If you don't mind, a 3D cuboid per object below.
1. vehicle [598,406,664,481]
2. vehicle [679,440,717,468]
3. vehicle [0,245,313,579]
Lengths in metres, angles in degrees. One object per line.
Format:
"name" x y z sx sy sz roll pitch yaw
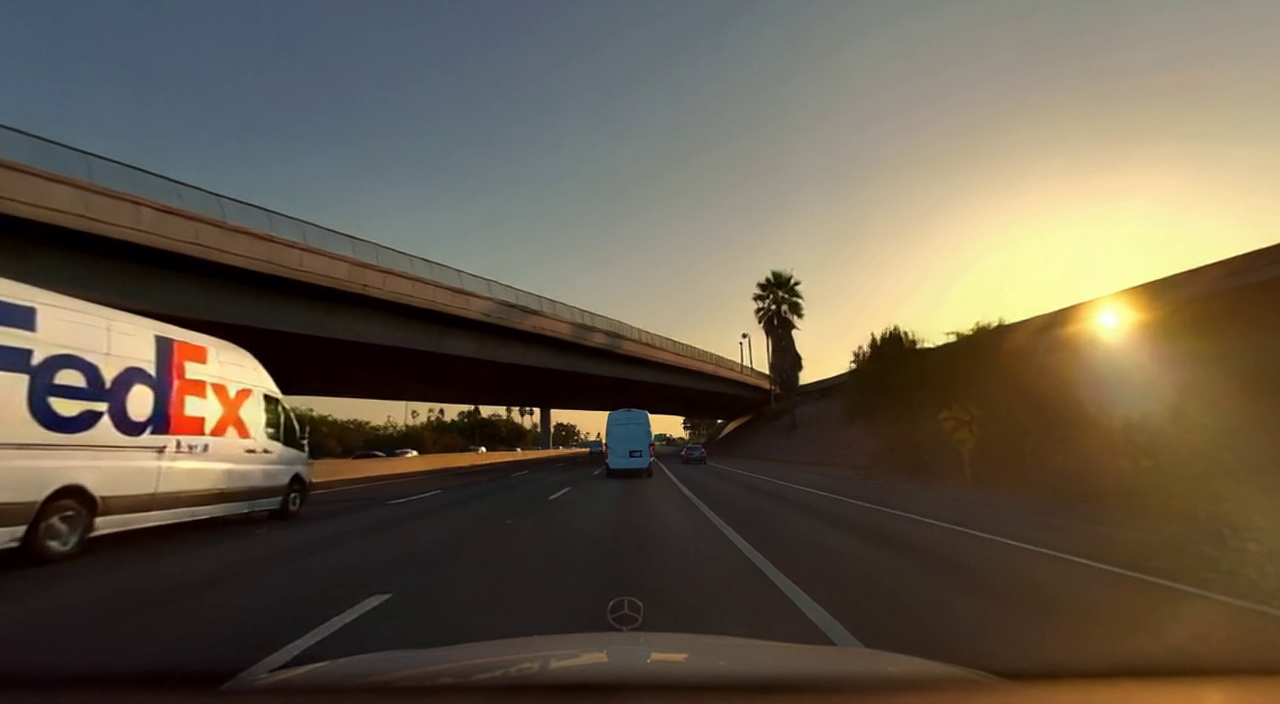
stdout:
"vehicle" -0.235 3.868 26.498 2.476 2.776 5.598 0 -9 2
"vehicle" 3.548 6.306 39.074 1.987 1.648 3.984 0 -9 -1
"vehicle" -7.656 0.989 8.282 2.965 3.178 7.188 -2 -9 -1
